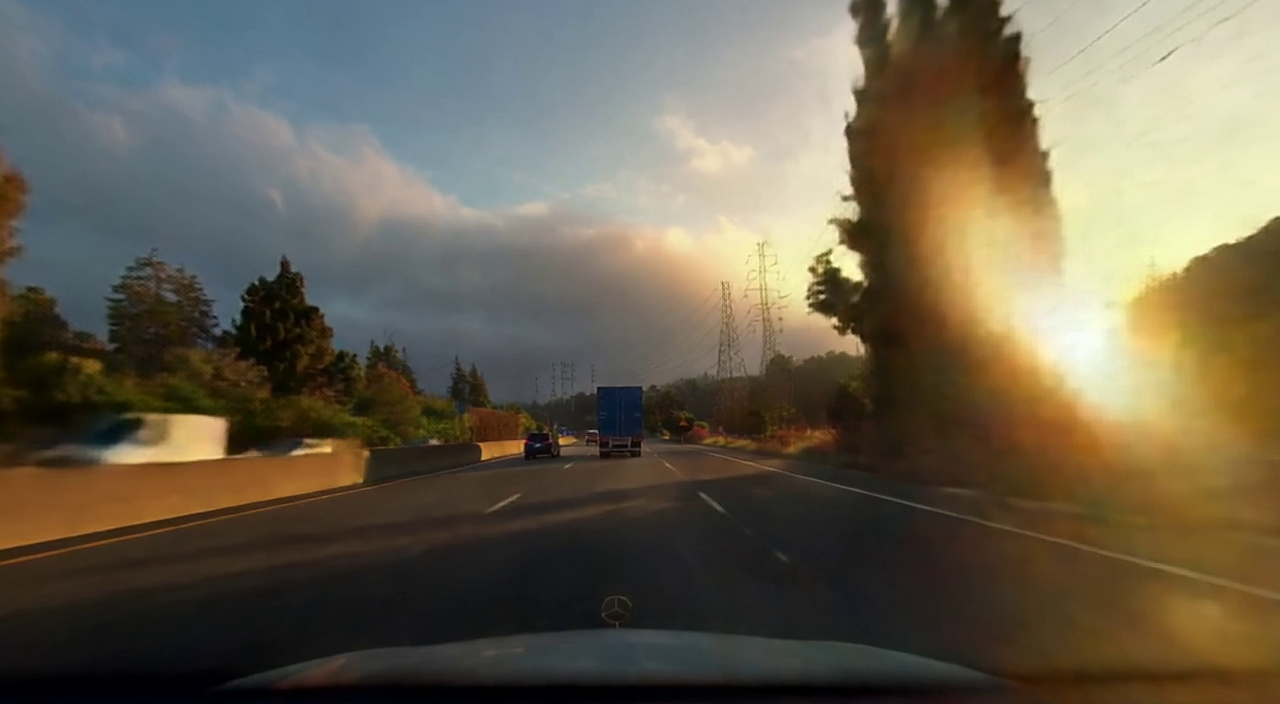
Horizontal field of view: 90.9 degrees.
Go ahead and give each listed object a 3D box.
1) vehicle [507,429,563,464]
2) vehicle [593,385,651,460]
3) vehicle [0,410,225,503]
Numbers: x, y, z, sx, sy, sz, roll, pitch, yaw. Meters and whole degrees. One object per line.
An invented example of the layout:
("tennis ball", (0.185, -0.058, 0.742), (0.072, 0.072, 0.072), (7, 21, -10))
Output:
("vehicle", (-5.202, 4.732, 31.788), (2.117, 1.618, 4.480), (0, -8, 0))
("vehicle", (-1.091, 4.277, 37.301), (2.955, 3.851, 9.915), (0, -8, -2))
("vehicle", (-12.608, 2.419, 15.090), (2.155, 1.864, 4.737), (0, -8, -2))
